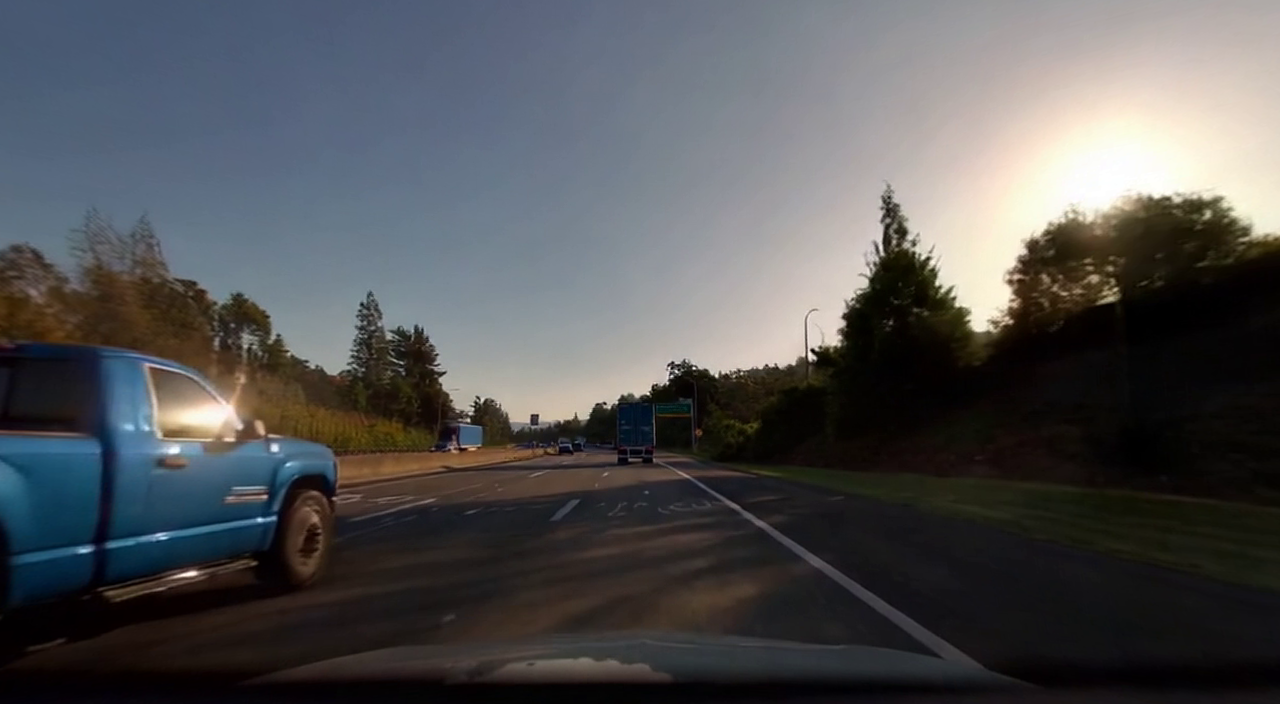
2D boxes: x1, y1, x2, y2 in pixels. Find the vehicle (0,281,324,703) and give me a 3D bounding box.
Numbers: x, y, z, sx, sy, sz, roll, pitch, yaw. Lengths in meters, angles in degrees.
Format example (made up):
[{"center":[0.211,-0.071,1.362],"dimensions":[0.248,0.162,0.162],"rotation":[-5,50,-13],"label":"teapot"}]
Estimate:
[{"center":[-3.646,0.636,2.927],"dimensions":[2.044,1.740,4.361],"rotation":[0,-9,0],"label":"vehicle"}]
